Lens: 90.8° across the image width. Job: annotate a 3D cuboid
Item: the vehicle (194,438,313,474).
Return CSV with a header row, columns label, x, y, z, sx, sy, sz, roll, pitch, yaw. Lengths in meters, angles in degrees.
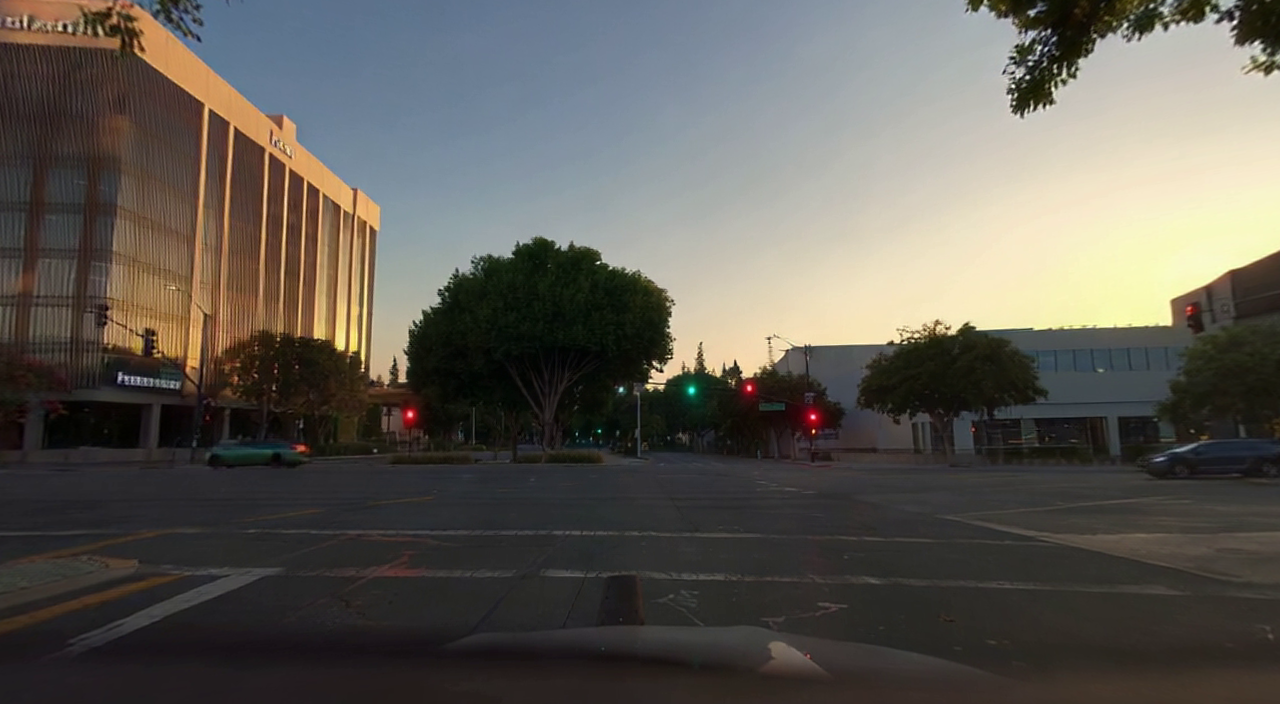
label,x,y,z,sx,sy,sz,roll,pitch,yaw
vehicle,-19.531,5.258,32.104,4.639,1.699,2.030,1,-9,-6
